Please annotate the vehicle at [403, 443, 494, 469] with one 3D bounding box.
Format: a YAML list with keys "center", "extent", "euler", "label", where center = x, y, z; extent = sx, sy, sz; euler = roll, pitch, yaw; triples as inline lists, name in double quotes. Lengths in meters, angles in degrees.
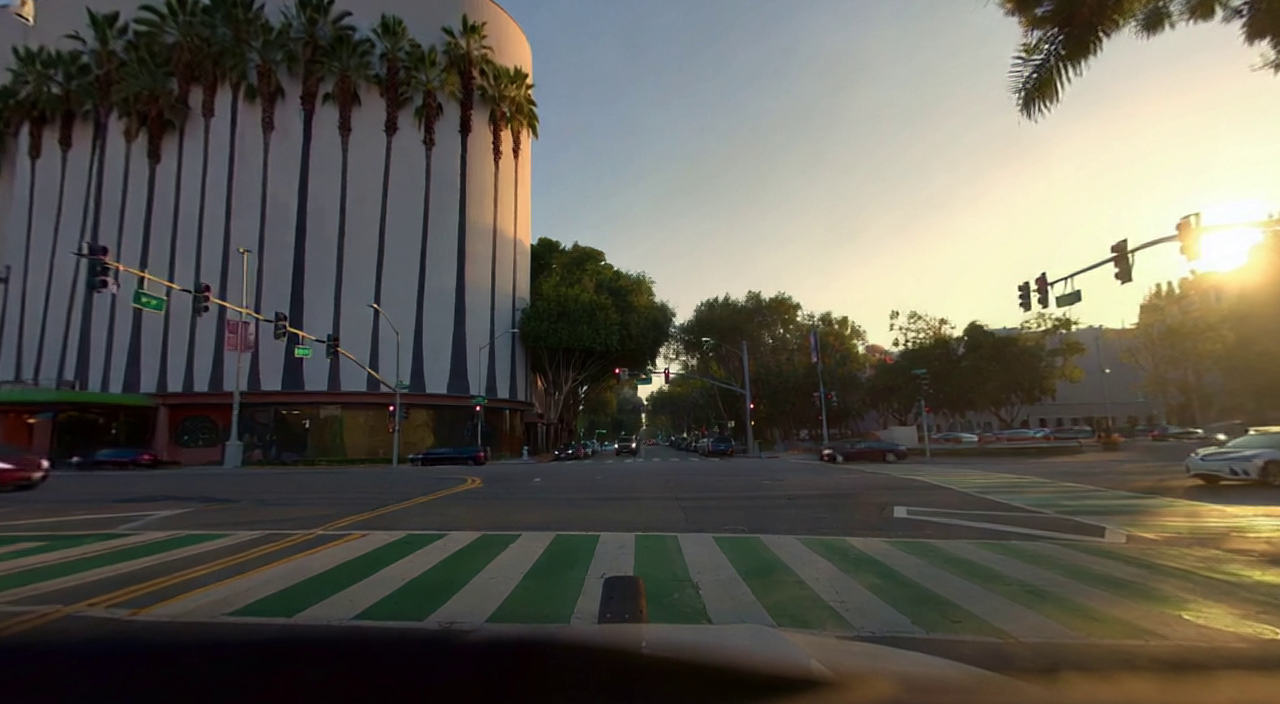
- center: [-11.264, 6.141, 37.299]
  extent: [4.784, 1.465, 1.798]
  euler: [0, -8, 1]
  label: "vehicle"

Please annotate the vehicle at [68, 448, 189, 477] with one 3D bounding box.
- center: [-27.159, 5.855, 33.578]
  extent: [4.875, 1.461, 1.777]
  euler: [0, -8, 1]
  label: "vehicle"

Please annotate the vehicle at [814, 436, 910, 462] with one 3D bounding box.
- center: [12.890, 5.656, 36.716]
  extent: [4.893, 1.458, 1.791]
  euler: [0, -8, 0]
  label: "vehicle"

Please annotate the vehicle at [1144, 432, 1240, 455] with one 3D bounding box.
- center: [36.066, 6.023, 41.243]
  extent: [4.606, 1.449, 1.687]
  euler: [0, -8, 1]
  label: "vehicle"

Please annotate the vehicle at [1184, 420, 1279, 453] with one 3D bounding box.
- center: [35.516, 4.940, 36.758]
  extent: [5.477, 1.880, 2.125]
  euler: [0, -8, 1]
  label: "vehicle"
